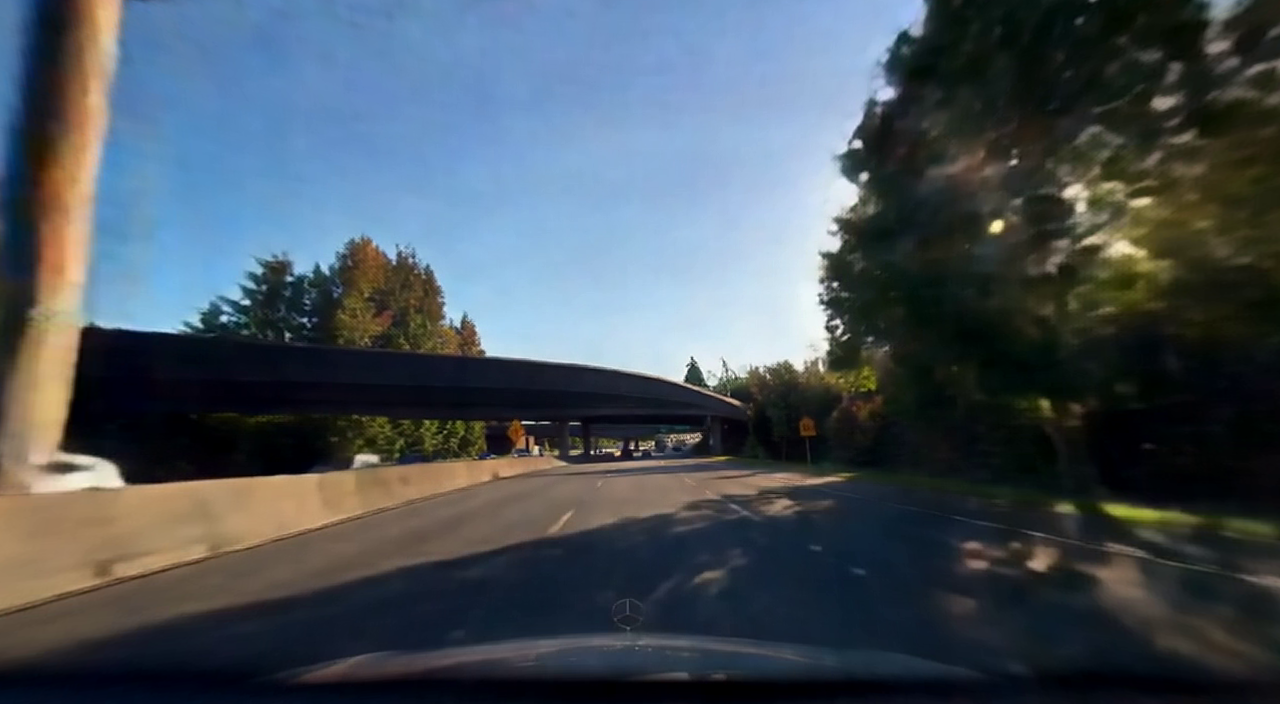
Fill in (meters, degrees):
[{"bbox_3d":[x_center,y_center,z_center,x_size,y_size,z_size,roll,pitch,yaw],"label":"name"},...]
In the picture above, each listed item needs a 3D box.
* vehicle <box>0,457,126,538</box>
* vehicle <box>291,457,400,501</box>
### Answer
[{"bbox_3d":[-14.572,3.277,14.355,1.983,1.652,4.376,0,-9,0],"label":"vehicle"},{"bbox_3d":[-11.252,4.868,24.527,1.996,1.473,4.598,0,-9,0],"label":"vehicle"}]
